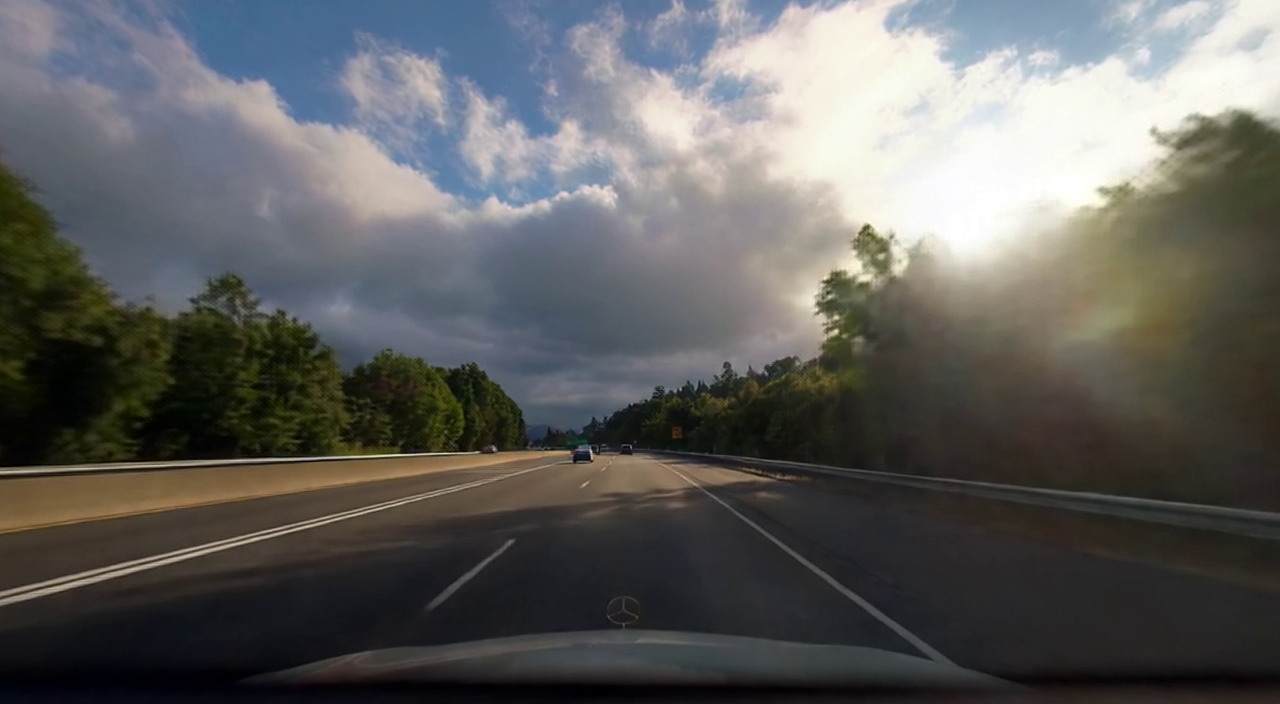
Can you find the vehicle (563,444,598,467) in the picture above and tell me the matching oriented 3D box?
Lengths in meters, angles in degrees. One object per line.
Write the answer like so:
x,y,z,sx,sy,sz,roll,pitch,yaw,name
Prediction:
-4.170,7.329,44.816,2.083,1.560,4.713,0,-9,-1,vehicle
